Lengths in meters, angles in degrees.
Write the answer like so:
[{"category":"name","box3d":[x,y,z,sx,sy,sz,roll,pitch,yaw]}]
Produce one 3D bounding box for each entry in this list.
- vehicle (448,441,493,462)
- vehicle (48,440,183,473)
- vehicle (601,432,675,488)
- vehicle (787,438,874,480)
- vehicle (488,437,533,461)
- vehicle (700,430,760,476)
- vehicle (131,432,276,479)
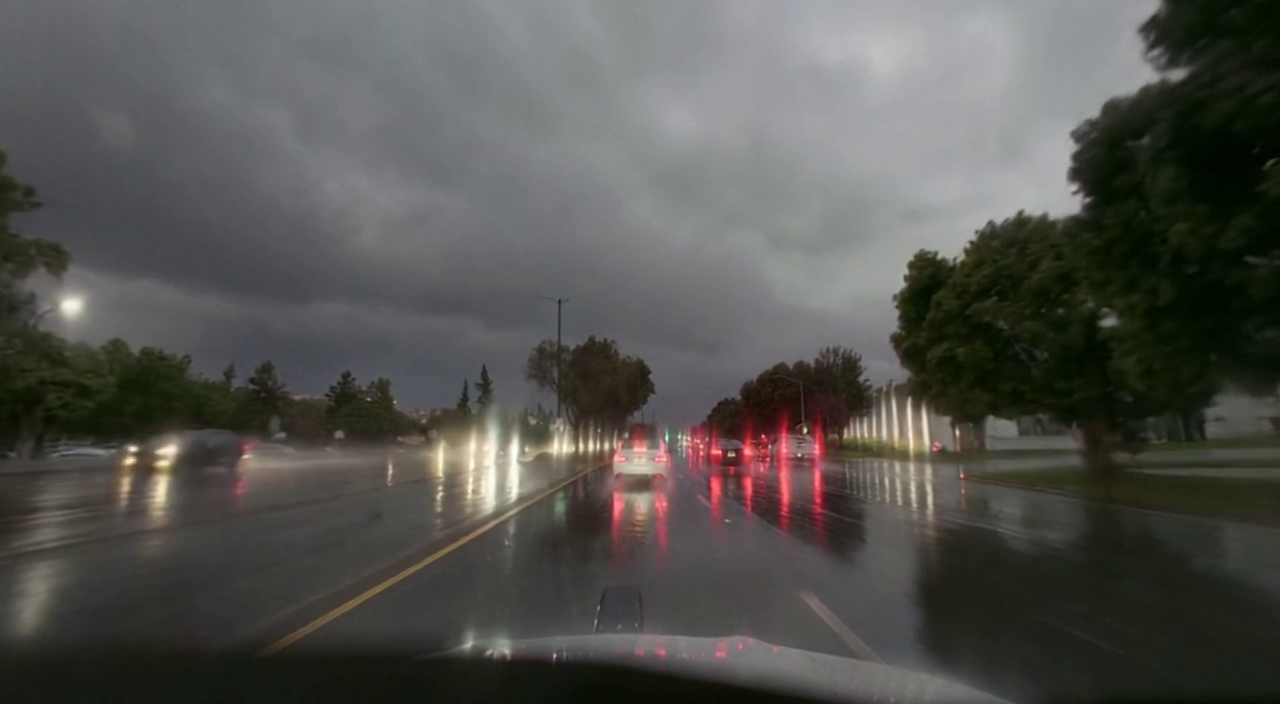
[{"category":"vehicle","box3d":[-12.551,7.398,46.891,1.915,1.456,4.636,0,-8,2]},{"category":"vehicle","box3d":[-24.670,4.925,29.764,4.381,1.490,1.941,2,-9,-12]},{"category":"vehicle","box3d":[-0.056,3.474,20.561,2.145,1.603,4.369,0,-8,0]},{"category":"vehicle","box3d":[7.248,4.110,24.456,1.928,1.488,4.361,0,-8,-1]},{"category":"vehicle","box3d":[-8.953,6.743,43.786,2.074,1.543,4.536,0,-8,1]},{"category":"vehicle","box3d":[3.779,4.342,27.267,1.976,1.796,4.159,0,-8,0]},{"category":"vehicle","box3d":[-15.895,3.796,23.330,1.885,1.553,4.828,0,-8,0]}]
